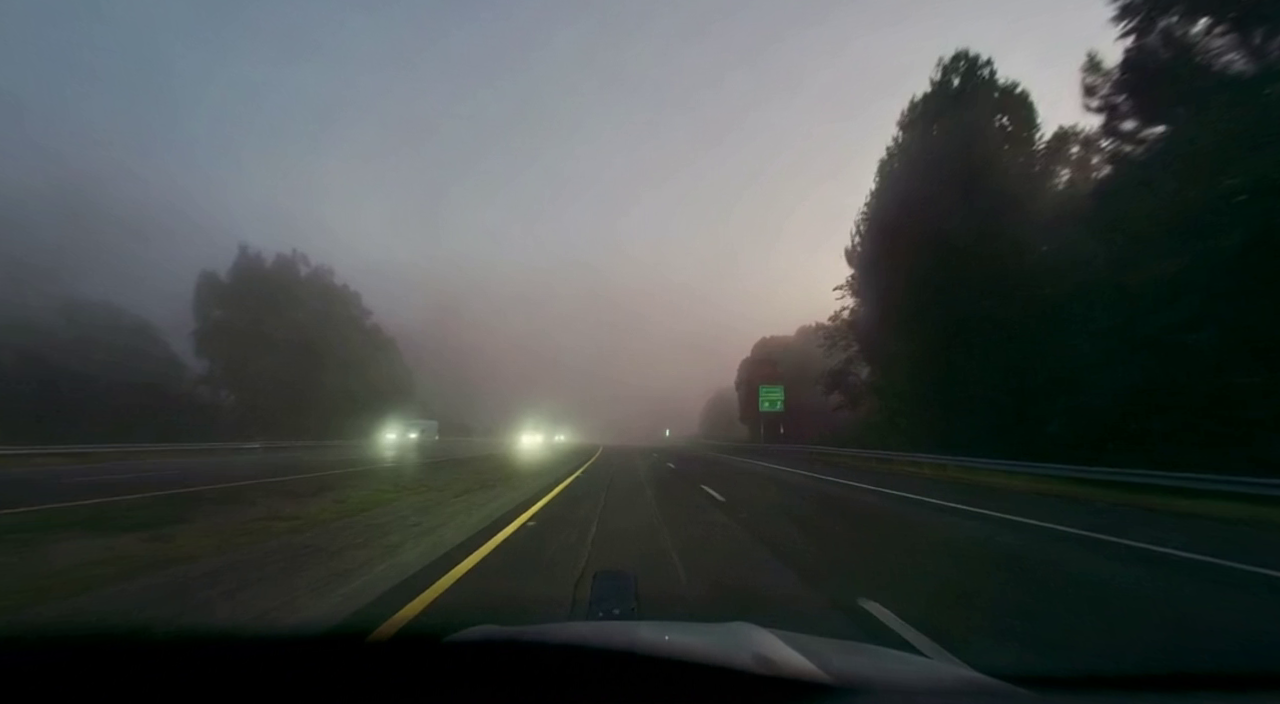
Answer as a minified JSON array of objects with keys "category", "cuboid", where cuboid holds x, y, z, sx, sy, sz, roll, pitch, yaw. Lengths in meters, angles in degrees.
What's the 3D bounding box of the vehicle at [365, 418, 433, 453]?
[{"category":"vehicle","cuboid":[-14.400,5.045,38.000,2.151,1.930,5.017,0,-8,-1]}]
